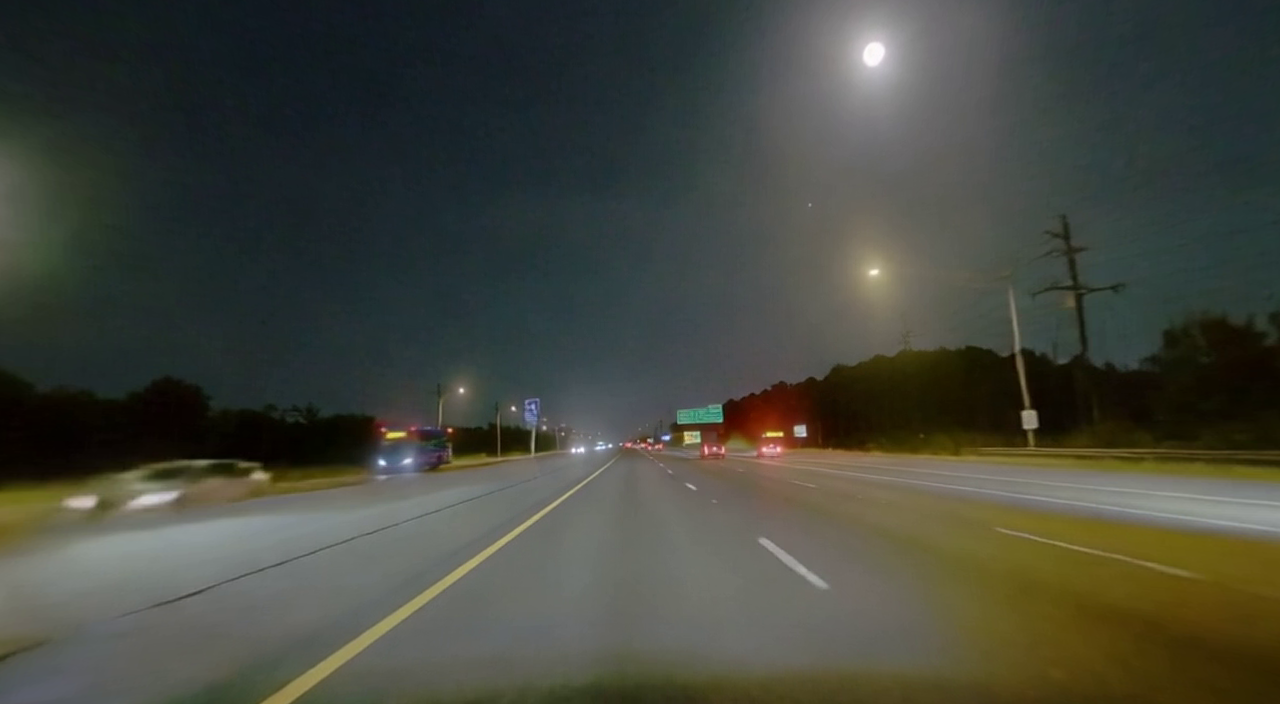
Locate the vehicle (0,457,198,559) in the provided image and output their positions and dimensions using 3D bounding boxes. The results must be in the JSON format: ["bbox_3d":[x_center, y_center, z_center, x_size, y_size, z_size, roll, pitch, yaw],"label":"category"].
[{"bbox_3d":[-10.772,2.776,11.874,1.869,1.506,4.205,0,-9,-1],"label":"vehicle"}]
